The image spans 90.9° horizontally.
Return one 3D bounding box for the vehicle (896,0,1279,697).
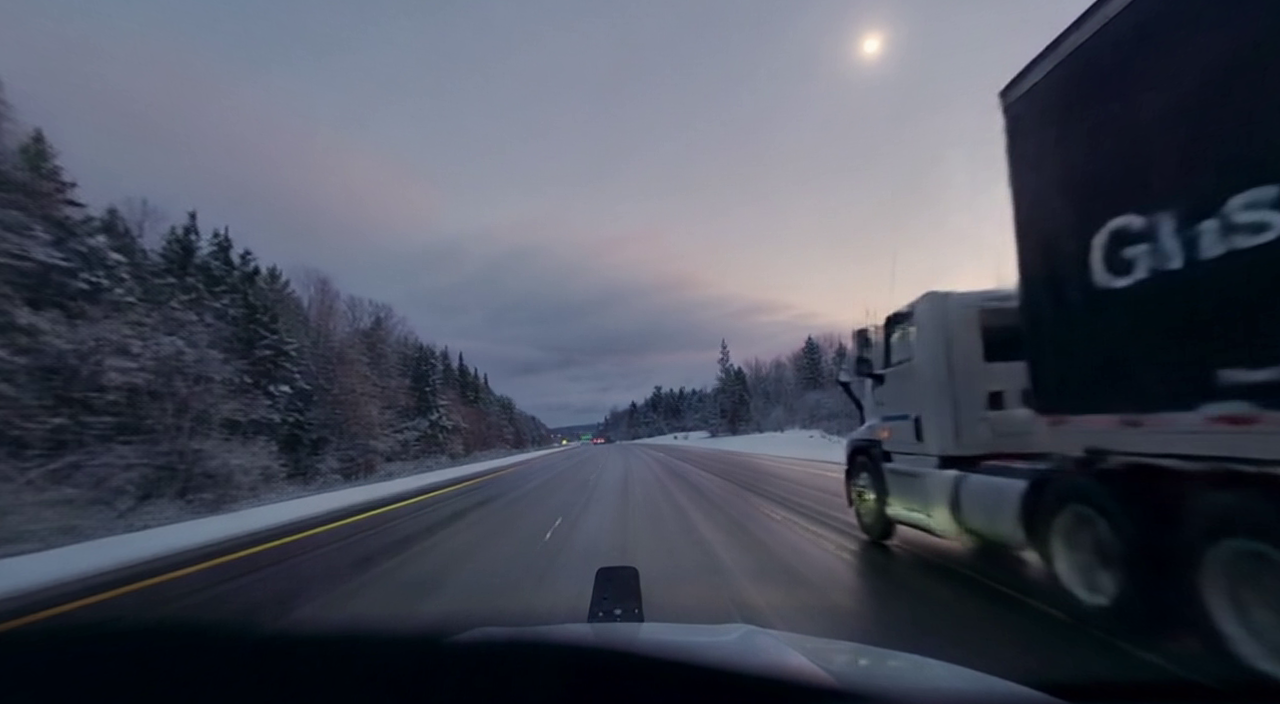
[{"bbox_3d":[4.798,-0.270,2.687,2.985,3.892,9.938,0,-8,-1],"label":"vehicle"}]
